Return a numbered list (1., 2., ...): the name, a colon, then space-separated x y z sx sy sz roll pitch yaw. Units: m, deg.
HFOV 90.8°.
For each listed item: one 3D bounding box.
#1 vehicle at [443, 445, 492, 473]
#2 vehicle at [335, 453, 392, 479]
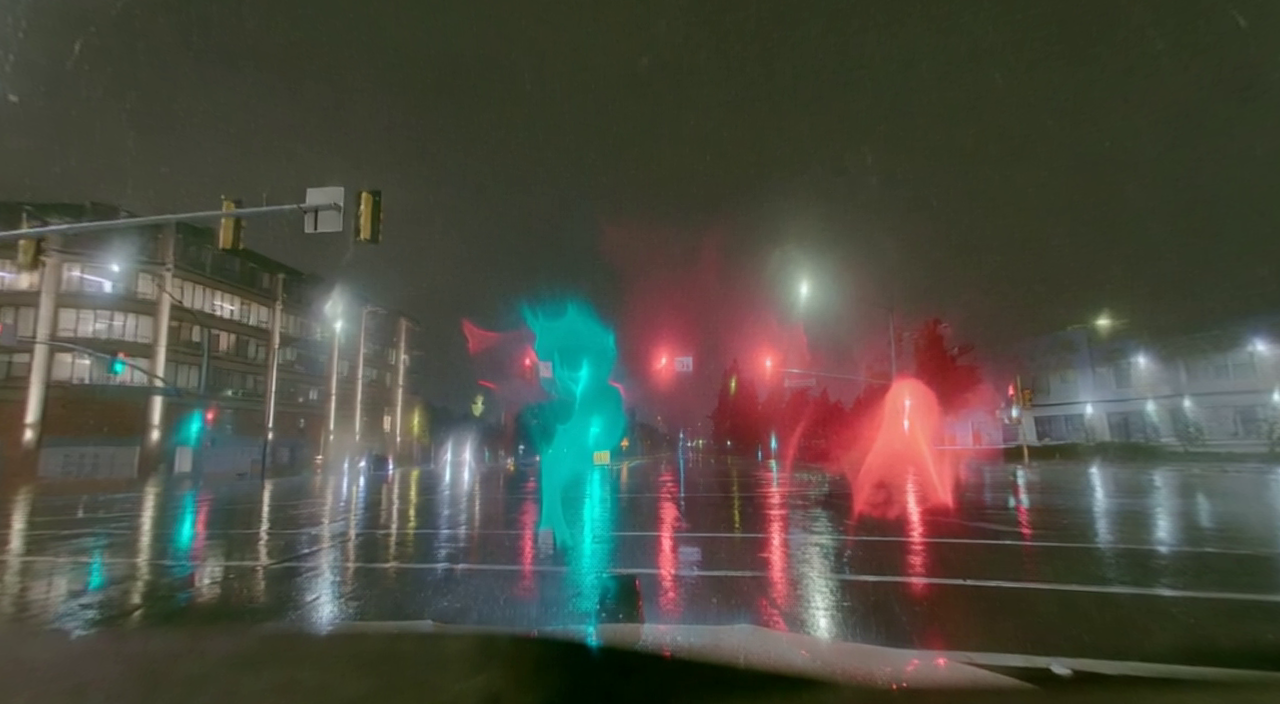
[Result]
1. vehicle: -12.165 7.566 44.819 2.151 1.847 4.634 0 -9 0
2. vehicle: -18.853 7.746 43.240 1.933 1.664 4.255 0 -9 1
